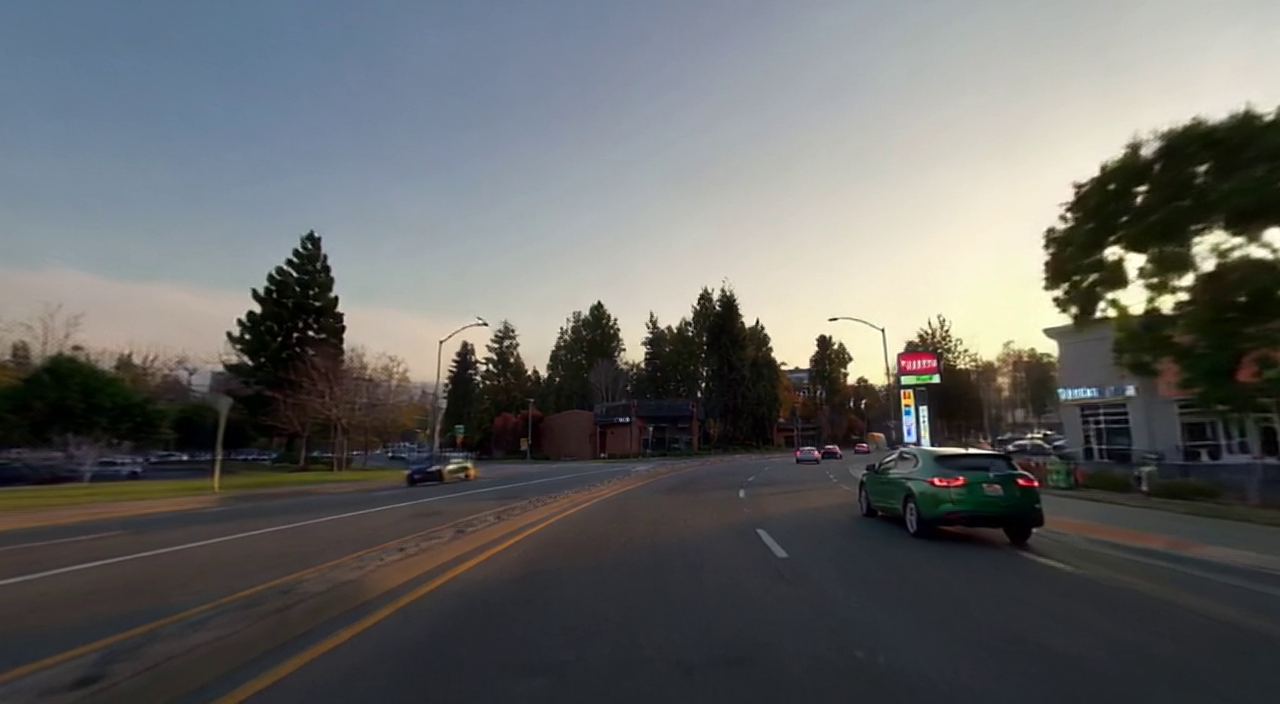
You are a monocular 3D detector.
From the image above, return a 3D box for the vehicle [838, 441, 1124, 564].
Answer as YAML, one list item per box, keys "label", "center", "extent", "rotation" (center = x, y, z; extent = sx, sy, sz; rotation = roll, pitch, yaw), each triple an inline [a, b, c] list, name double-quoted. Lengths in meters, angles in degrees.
- label: "vehicle"
  center: [4.859, 2.171, 9.939]
  extent: [1.938, 1.466, 4.434]
  rotation: [0, -9, -2]

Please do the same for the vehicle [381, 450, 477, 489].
- label: "vehicle"
  center: [-9.003, 5.040, 27.398]
  extent: [2.022, 1.498, 4.400]
  rotation: [-2, -9, 11]

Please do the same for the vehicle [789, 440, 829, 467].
- label: "vehicle"
  center: [11.532, 6.840, 42.739]
  extent: [2.311, 1.715, 4.287]
  rotation: [-3, -9, 18]
